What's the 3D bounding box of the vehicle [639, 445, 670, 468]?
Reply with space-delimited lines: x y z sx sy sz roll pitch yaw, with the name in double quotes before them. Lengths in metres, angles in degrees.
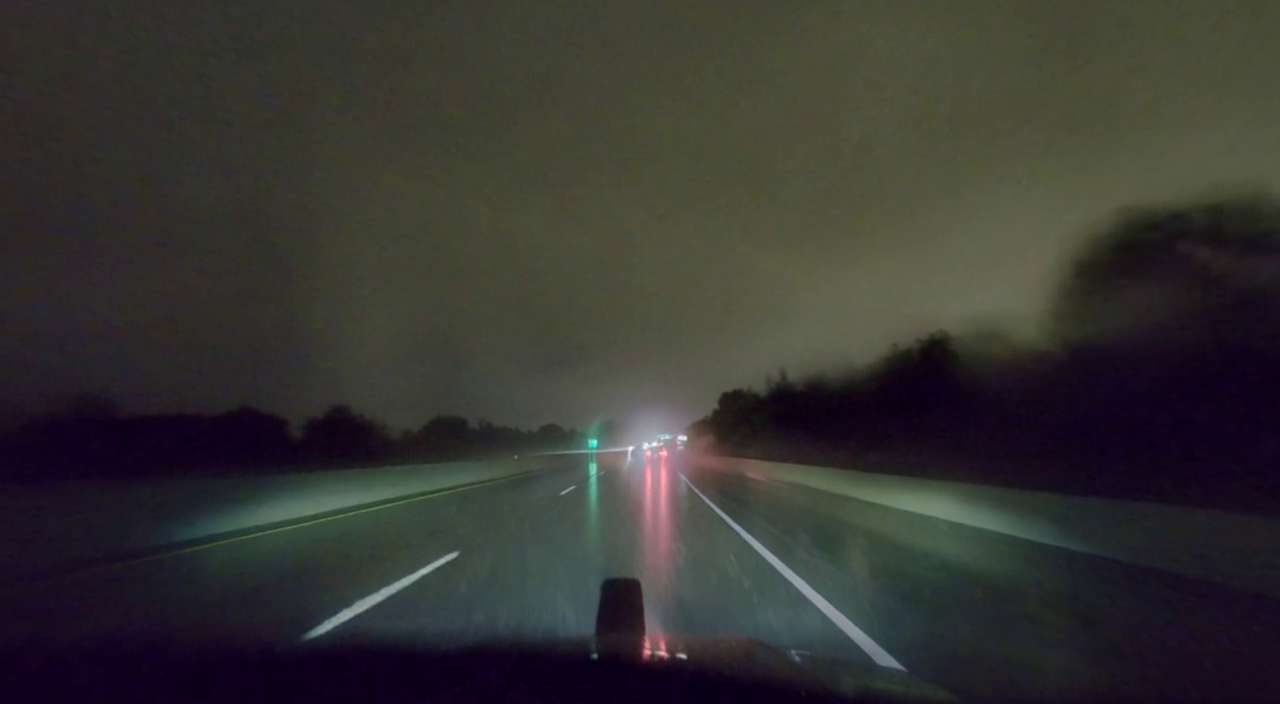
"vehicle" 1.133 7.844 47.367 2.221 1.603 4.149 0 -9 2
